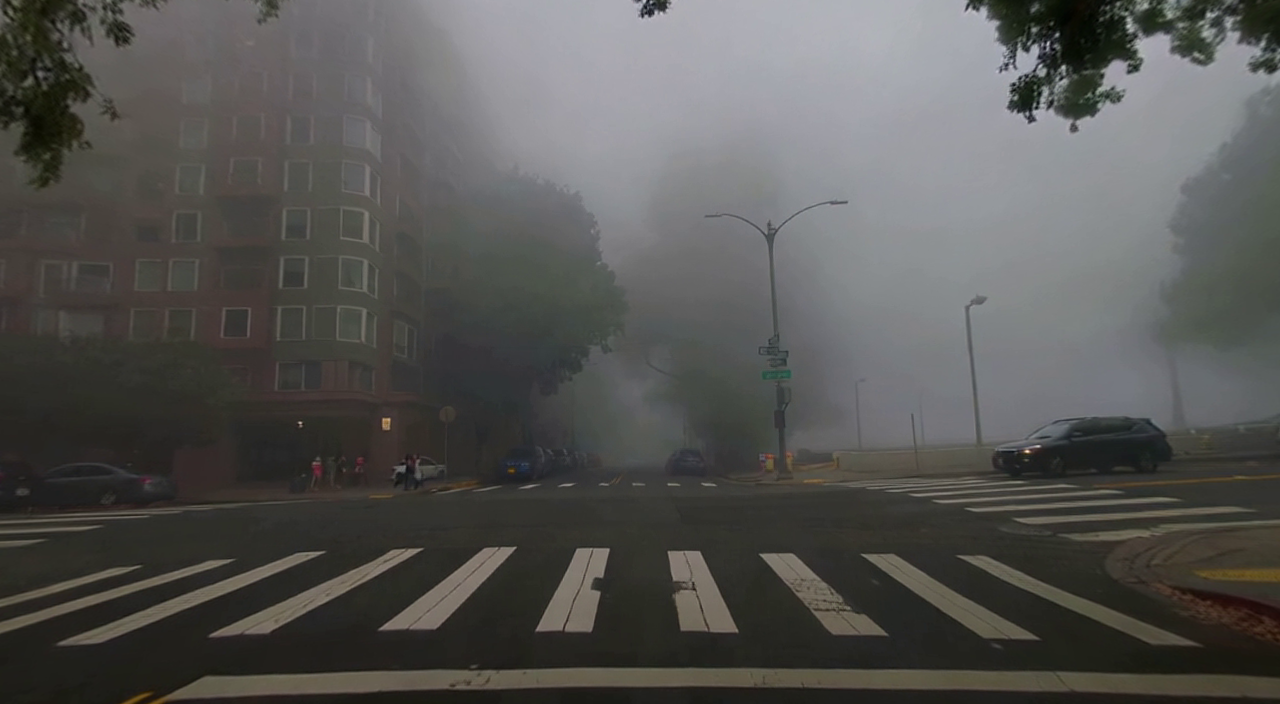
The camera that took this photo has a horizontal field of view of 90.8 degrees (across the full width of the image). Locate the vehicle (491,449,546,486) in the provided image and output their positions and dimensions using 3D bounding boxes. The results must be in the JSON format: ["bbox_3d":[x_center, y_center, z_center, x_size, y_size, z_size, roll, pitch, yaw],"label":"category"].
[{"bbox_3d":[-7.613,7.300,40.217,2.193,1.814,5.061,-9,-8,0],"label":"vehicle"}]

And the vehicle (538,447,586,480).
[{"bbox_3d":[-4.499,6.508,37.056,2.102,1.768,4.290,-2,-9,2],"label":"vehicle"}]

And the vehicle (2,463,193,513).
[{"bbox_3d":[-17.314,4.336,20.340,4.439,1.448,1.793,0,-9,0],"label":"vehicle"}]

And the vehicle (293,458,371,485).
[{"bbox_3d":[-23.159,8.972,47.524,4.844,1.836,2.117,-2,-8,8],"label":"vehicle"}]

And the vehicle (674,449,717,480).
[{"bbox_3d":[3.104,6.316,35.803,1.942,1.603,3.785,0,-8,-2],"label":"vehicle"}]

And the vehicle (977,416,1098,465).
[{"bbox_3d":[16.746,3.829,26.968,2.041,1.921,4.574,0,-9,-2],"label":"vehicle"}]

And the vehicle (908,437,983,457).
[{"bbox_3d":[23.018,7.157,47.737,4.528,1.475,2.070,0,-8,3],"label":"vehicle"}]

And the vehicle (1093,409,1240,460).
[{"bbox_3d":[22.307,3.573,27.115,2.137,1.962,4.988,-1,-8,3],"label":"vehicle"}]

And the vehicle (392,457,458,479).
[{"bbox_3d":[-16.029,8.670,47.222,4.203,1.544,1.889,-1,-8,3],"label":"vehicle"}]
